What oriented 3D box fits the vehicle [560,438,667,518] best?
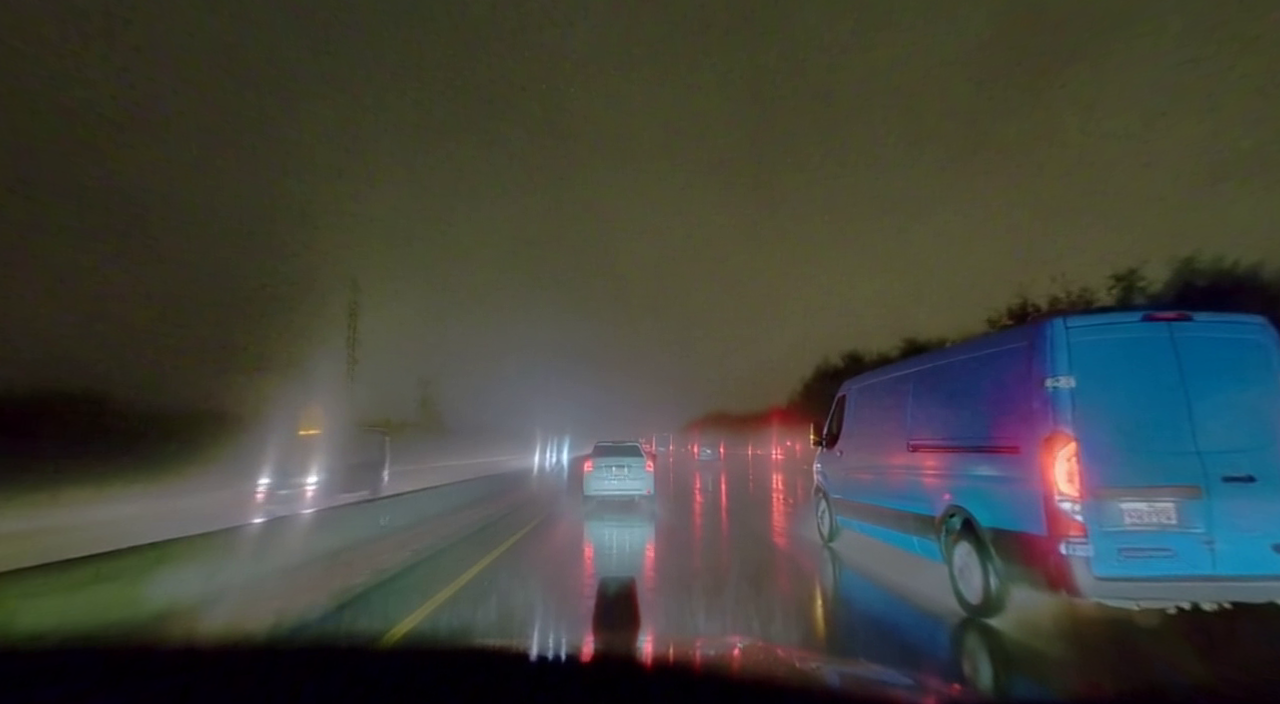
[{"bbox_3d":[-0.518,2.693,13.871,2.029,1.483,3.769,0,-9,0],"label":"vehicle"}]

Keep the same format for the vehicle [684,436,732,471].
[{"bbox_3d":[4.031,6.107,37.959,2.261,1.952,4.784,0,-9,-1],"label":"vehicle"}]

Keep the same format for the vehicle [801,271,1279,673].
[{"bbox_3d":[3.774,1.123,6.744,2.399,2.421,5.829,0,-9,-1],"label":"vehicle"}]

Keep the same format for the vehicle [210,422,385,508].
[{"bbox_3d":[-8.890,2.985,16.919,2.106,1.959,4.715,0,-9,-1],"label":"vehicle"}]
